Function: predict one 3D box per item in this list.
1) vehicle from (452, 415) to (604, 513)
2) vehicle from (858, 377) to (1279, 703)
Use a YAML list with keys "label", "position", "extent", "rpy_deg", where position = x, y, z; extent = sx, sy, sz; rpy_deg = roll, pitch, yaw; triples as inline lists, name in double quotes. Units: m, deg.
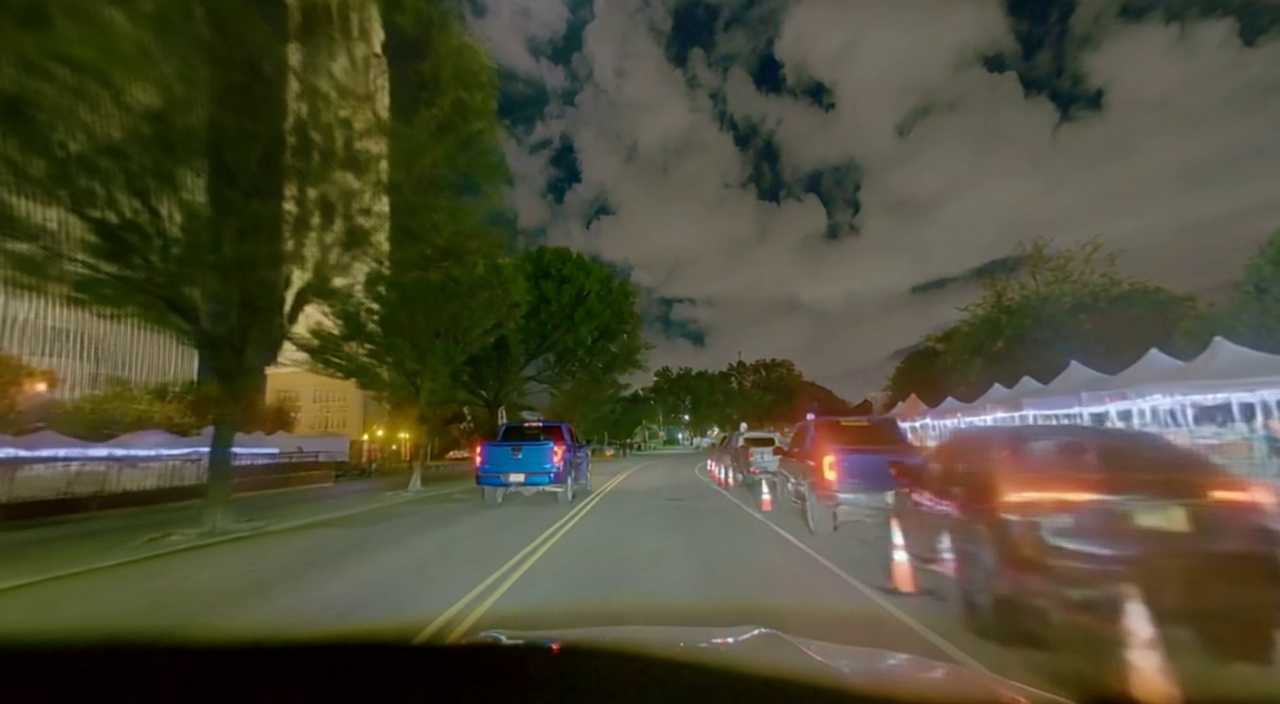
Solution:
- label: "vehicle"
  position: [-2.443, 2.676, 15.693]
  extent: [2.452, 1.954, 5.653]
  rpy_deg: [-1, -8, 3]
- label: "vehicle"
  position: [3.336, 1.211, 5.054]
  extent: [2.023, 1.607, 4.225]
  rpy_deg: [-1, -8, 6]
